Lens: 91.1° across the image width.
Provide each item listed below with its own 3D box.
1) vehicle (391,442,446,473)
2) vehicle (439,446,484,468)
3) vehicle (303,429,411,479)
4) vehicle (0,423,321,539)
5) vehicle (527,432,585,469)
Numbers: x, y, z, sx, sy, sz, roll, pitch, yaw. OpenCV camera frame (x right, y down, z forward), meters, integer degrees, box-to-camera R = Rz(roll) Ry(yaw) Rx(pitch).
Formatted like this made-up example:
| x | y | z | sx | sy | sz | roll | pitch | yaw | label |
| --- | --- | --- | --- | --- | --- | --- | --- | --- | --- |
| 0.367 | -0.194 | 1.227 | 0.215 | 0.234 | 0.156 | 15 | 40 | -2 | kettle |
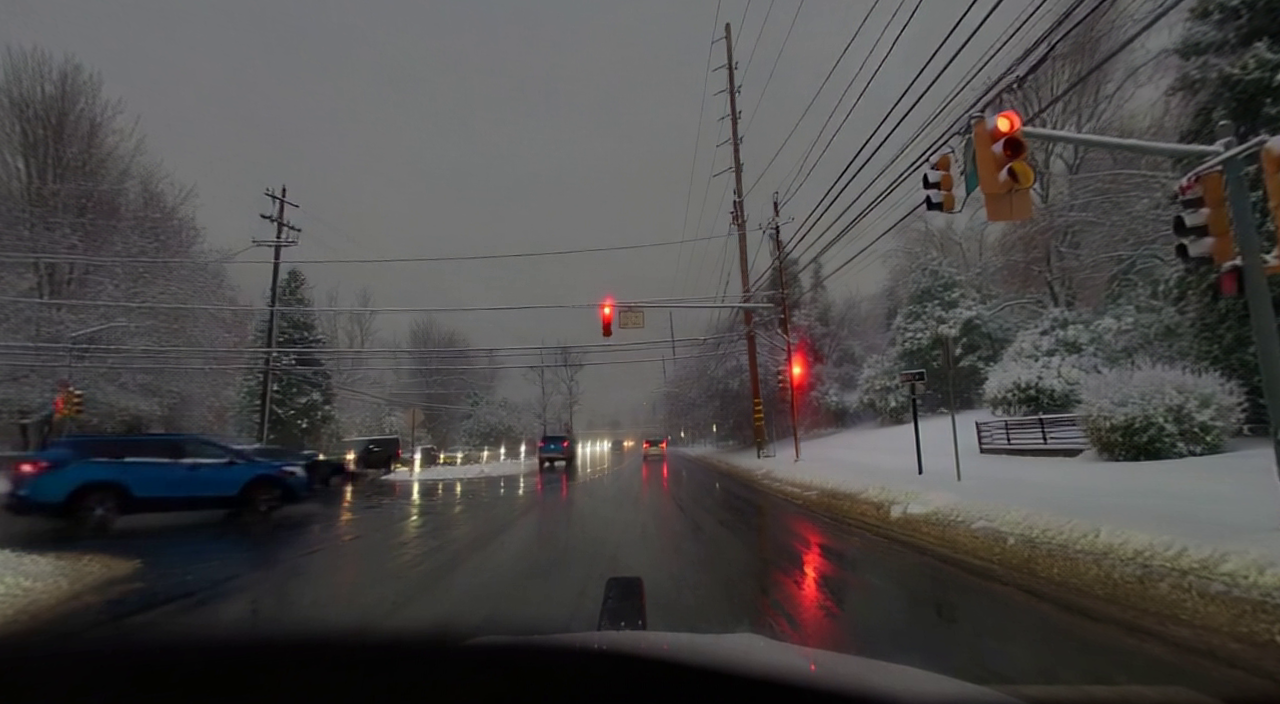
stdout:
| x | y | z | sx | sy | sz | roll | pitch | yaw | label |
| --- | --- | --- | --- | --- | --- | --- | --- | --- | --- |
| -13.210 | 6.304 | 37.635 | 1.772 | 1.647 | 4.221 | -4 | -9 | 0 | vehicle |
| -12.678 | 7.471 | 44.908 | 1.841 | 1.477 | 4.485 | -1 | -8 | 1 | vehicle |
| -13.105 | 4.768 | 29.629 | 2.350 | 2.104 | 5.828 | 0 | -8 | 1 | vehicle |
| -8.344 | 2.146 | 11.000 | 4.607 | 1.666 | 2.051 | 5 | -10 | -32 | vehicle |
| -4.728 | 5.623 | 36.095 | 2.175 | 1.957 | 4.686 | -1 | -9 | 7 | vehicle |
